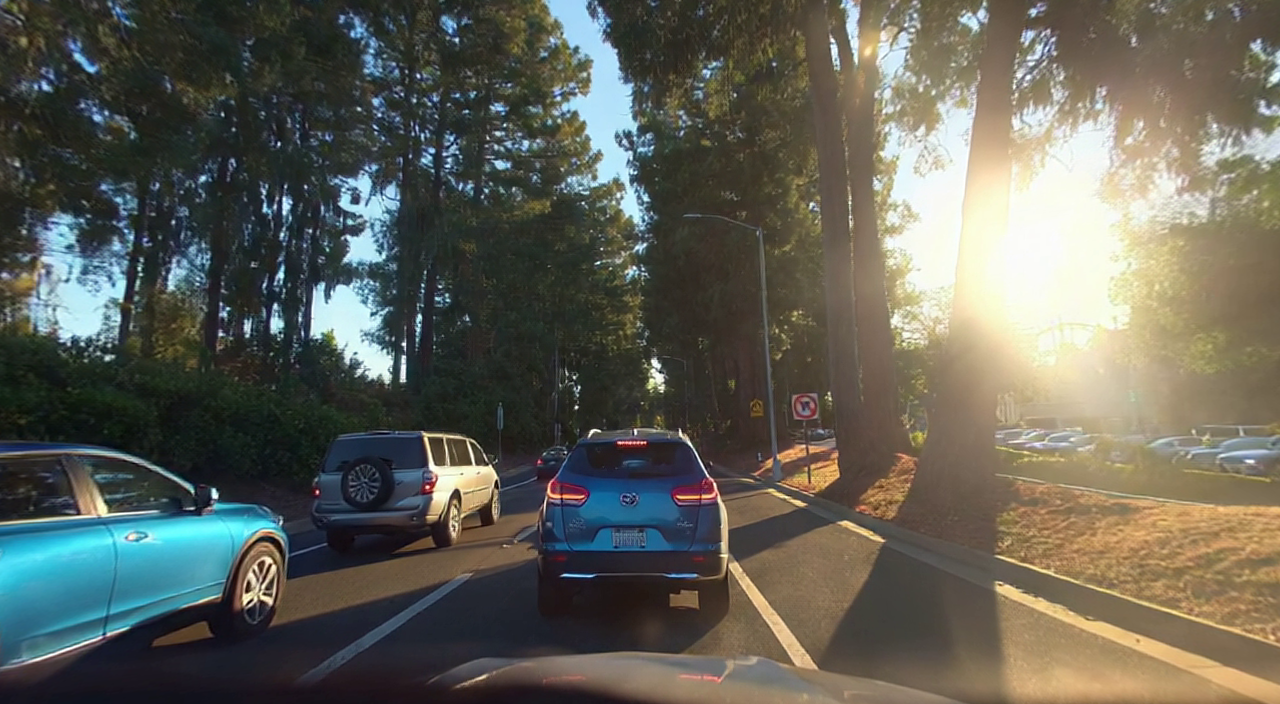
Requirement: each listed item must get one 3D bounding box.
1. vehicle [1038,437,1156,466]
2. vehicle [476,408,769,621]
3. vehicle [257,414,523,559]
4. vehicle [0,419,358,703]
[{"bbox_3d":[28.485,6.190,39.483,5.955,1.702,2.166,1,-8,-6],"label":"vehicle"},{"bbox_3d":[-0.034,1.523,6.833,2.229,1.591,3.897,-1,-8,3],"label":"vehicle"},{"bbox_3d":[-3.476,1.972,10.049,2.188,1.745,4.618,0,-8,2],"label":"vehicle"},{"bbox_3d":[-3.658,1.163,3.623,1.922,1.464,4.424,0,-8,2],"label":"vehicle"}]
